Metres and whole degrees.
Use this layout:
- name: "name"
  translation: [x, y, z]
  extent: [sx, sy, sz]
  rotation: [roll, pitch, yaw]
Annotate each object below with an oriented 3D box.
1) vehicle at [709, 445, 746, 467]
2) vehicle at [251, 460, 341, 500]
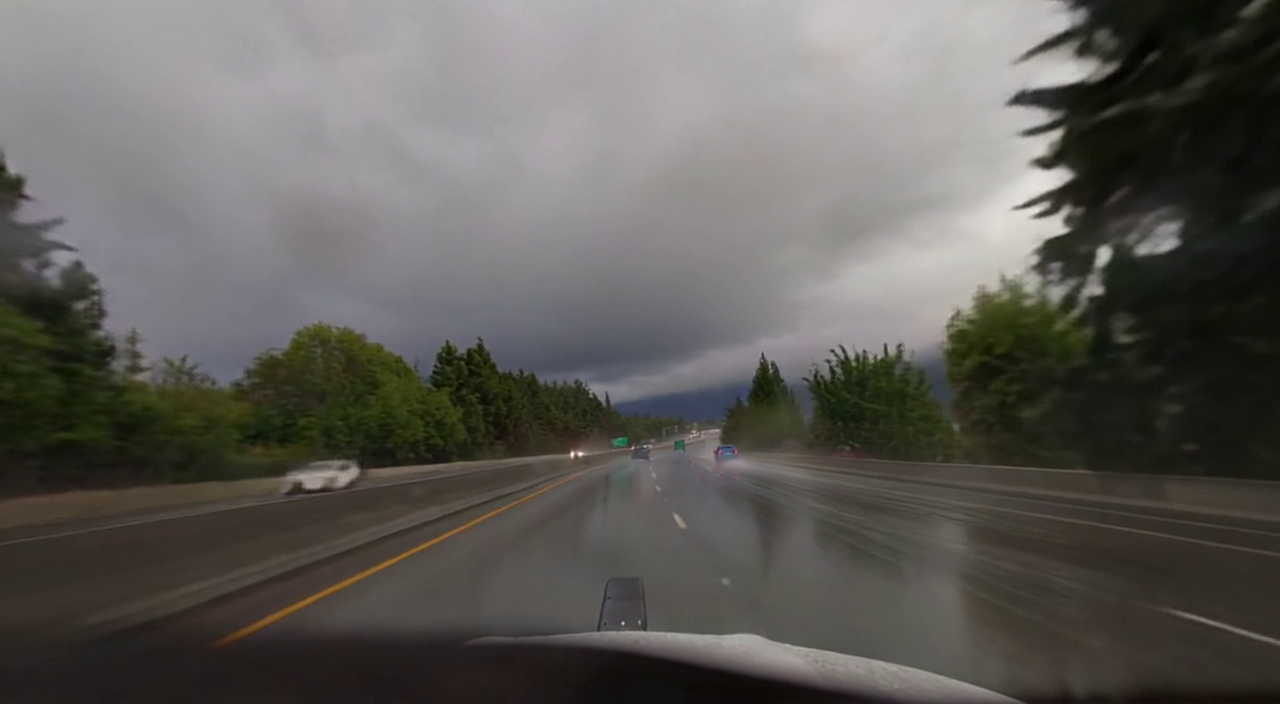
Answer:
- name: "vehicle"
  translation: [6.502, 7.804, 47.223]
  extent: [2.175, 1.574, 3.943]
  rotation: [0, -9, -1]
- name: "vehicle"
  translation: [-16.101, 5.986, 29.777]
  extent: [1.941, 1.699, 4.056]
  rotation: [0, -9, 0]
